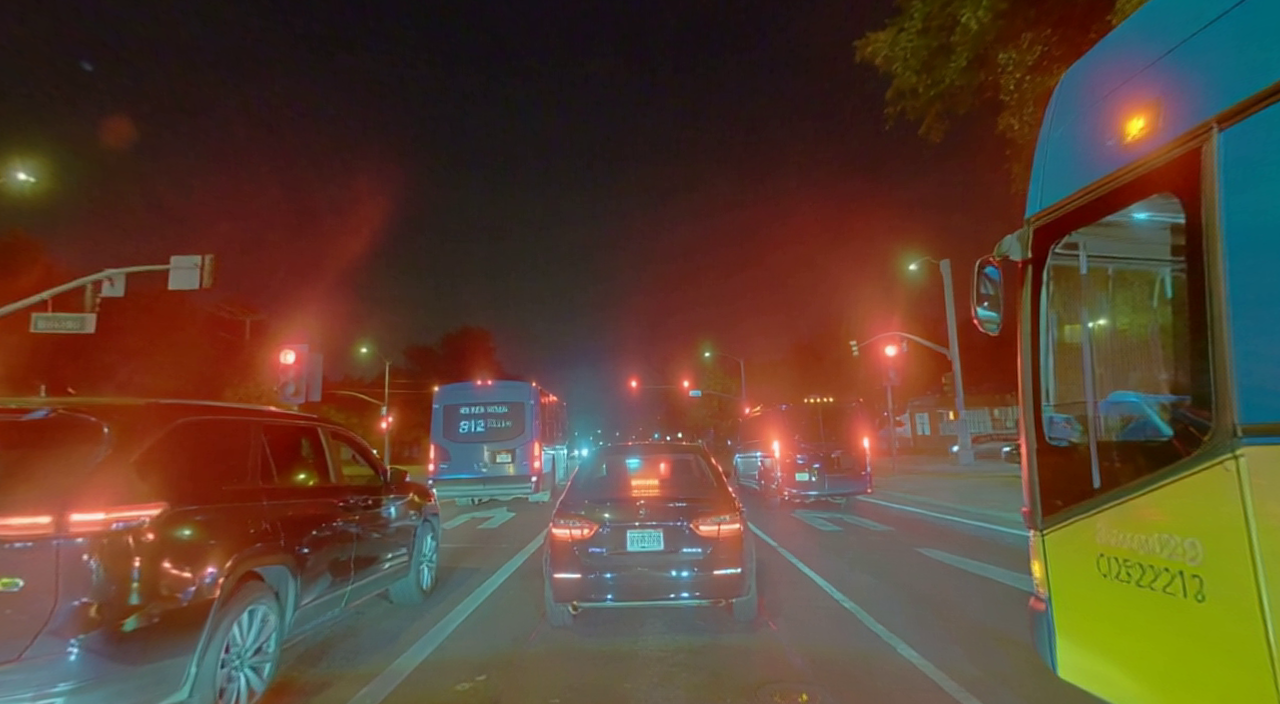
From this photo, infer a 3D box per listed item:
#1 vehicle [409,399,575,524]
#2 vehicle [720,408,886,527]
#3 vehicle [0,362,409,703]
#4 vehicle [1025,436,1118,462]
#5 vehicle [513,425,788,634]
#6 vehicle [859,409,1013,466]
[{"bbox_3d":[-2.920,2.356,13.988,2.335,2.221,5.165,0,-8,1],"label":"vehicle"},{"bbox_3d":[3.156,2.400,13.673,2.143,2.036,5.367,0,-8,0],"label":"vehicle"},{"bbox_3d":[-3.405,1.181,4.643,1.921,1.701,3.989,0,-8,-1],"label":"vehicle"},{"bbox_3d":[25.888,5.823,37.992,4.229,1.489,1.794,0,-8,-2],"label":"vehicle"},{"bbox_3d":[0.068,1.552,6.429,1.976,1.485,3.624,0,-8,0],"label":"vehicle"},{"bbox_3d":[17.610,5.133,37.923,7.839,3.213,2.628,0,-8,-3],"label":"vehicle"}]
